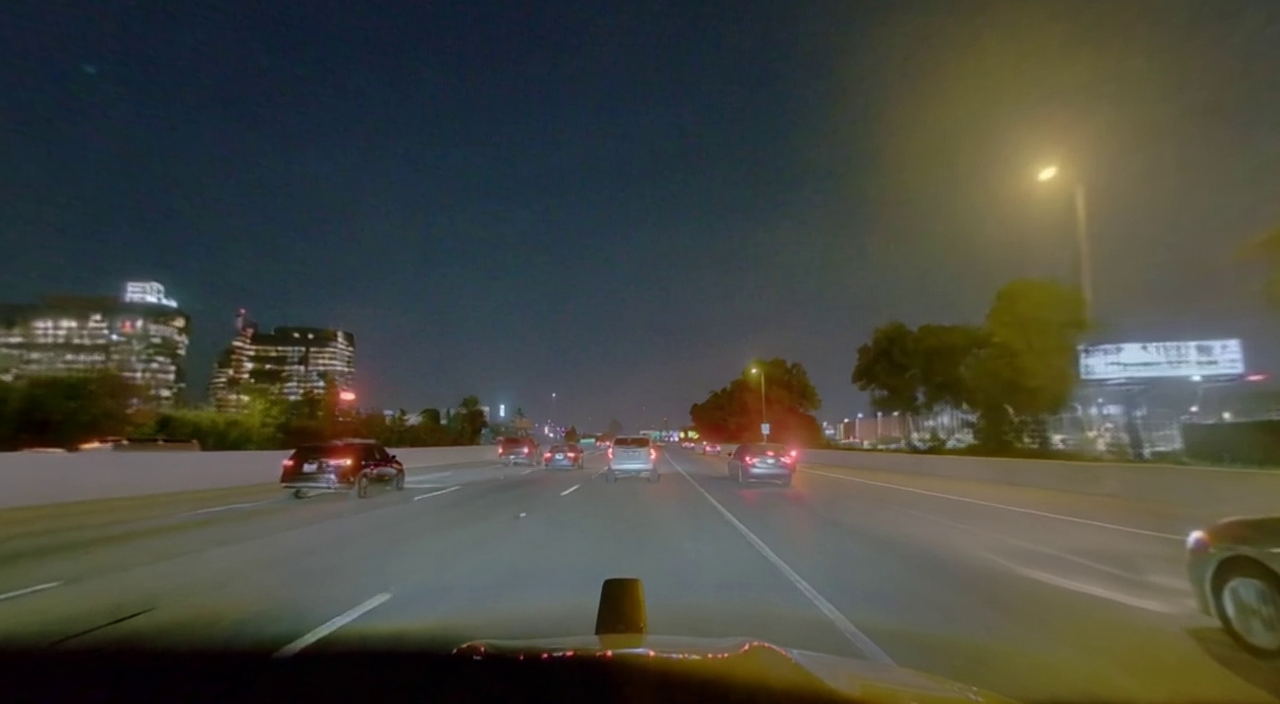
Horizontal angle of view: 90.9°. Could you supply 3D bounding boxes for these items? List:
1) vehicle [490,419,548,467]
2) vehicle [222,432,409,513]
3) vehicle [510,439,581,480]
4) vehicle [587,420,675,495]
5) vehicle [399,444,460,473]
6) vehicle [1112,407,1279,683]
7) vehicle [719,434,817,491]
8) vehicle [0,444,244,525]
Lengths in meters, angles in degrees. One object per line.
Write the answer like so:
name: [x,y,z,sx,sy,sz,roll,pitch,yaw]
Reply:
vehicle: [-7.643,5.873,40.686,2.358,2.817,7.055,0,-8,0]
vehicle: [-7.402,2.773,15.046,2.021,1.632,4.417,0,-8,1]
vehicle: [-3.715,4.305,25.614,2.079,1.499,4.512,0,-8,1]
vehicle: [-0.236,2.988,18.195,2.209,1.863,4.626,0,-8,0]
vehicle: [-11.371,5.747,34.273,1.923,1.480,3.905,0,-8,1]
vehicle: [4.455,0.875,2.269,1.915,1.482,4.537,0,-8,-1]
vehicle: [3.688,3.261,19.031,1.942,1.487,4.518,0,-8,-1]
vehicle: [-11.155,2.746,13.784,1.970,1.441,4.555,0,-8,1]
